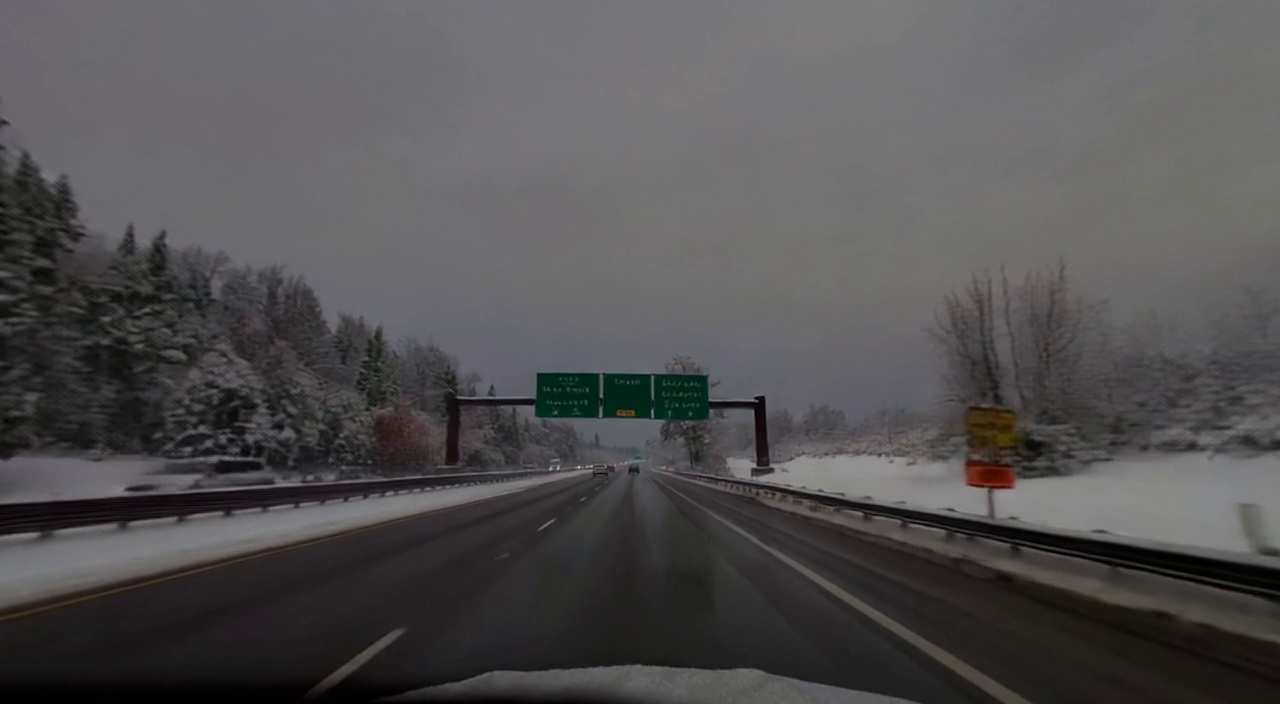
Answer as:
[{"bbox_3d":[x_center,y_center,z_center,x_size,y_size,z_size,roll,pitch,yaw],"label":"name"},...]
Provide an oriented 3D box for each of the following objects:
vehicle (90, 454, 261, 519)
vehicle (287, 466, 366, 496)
[{"bbox_3d":[-12.754,3.716,17.642,1.931,1.571,3.634,1,-10,0],"label":"vehicle"},{"bbox_3d":[-16.464,6.780,33.331,1.918,1.460,4.462,1,-10,-1],"label":"vehicle"}]
